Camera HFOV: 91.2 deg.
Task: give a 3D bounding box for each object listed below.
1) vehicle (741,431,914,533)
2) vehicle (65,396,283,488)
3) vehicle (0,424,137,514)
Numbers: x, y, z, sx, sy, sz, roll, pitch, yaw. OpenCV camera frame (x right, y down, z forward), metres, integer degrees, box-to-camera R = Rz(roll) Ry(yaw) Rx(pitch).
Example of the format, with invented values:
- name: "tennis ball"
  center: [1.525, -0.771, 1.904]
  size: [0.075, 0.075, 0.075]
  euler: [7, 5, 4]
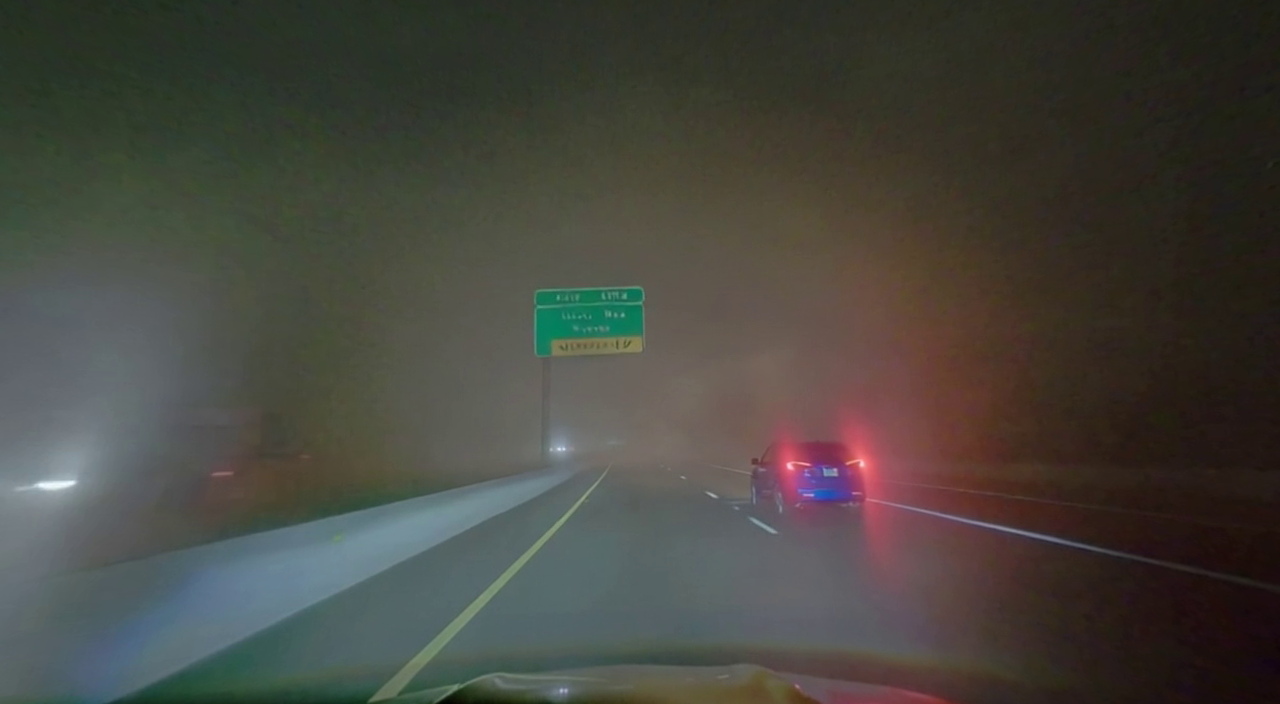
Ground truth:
- name: "vehicle"
  center: [3.384, 2.436, 12.340]
  size: [2.002, 1.604, 4.265]
  euler: [0, -9, -1]
- name: "vehicle"
  center: [-16.363, 3.308, 22.873]
  size: [2.475, 2.795, 7.128]
  euler: [0, -9, -1]
- name: "vehicle"
  center: [-12.365, 2.255, 12.203]
  size: [1.859, 1.584, 3.912]
  euler: [0, -9, 0]
